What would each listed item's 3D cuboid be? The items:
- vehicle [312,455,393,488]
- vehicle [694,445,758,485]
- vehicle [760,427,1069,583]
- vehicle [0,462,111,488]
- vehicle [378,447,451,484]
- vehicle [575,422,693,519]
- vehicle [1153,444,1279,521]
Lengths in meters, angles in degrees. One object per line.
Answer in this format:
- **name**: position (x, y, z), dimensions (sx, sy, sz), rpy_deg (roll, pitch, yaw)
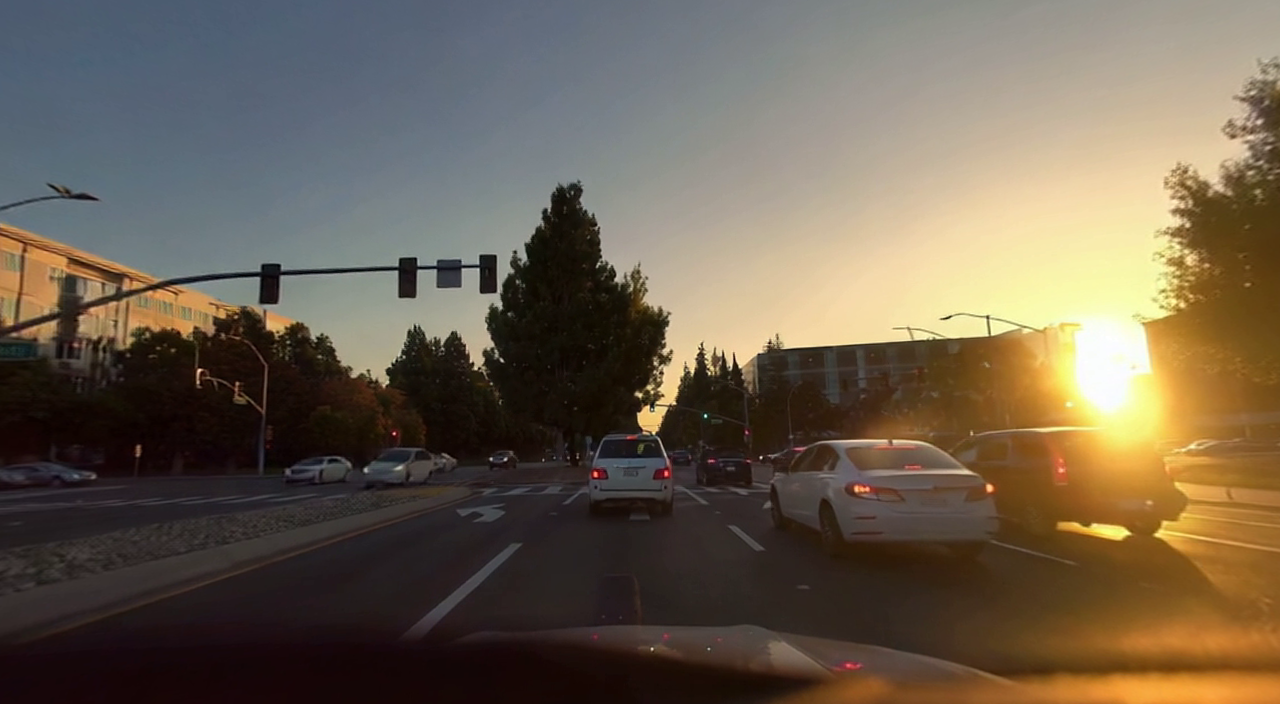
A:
- **vehicle**: position (-14.469, 6.020, 32.100), dimensions (2.107, 1.448, 4.179), rpy_deg (0, -8, 0)
- **vehicle**: position (3.503, 4.697, 26.518), dimensions (2.004, 1.523, 4.263), rpy_deg (0, -8, -1)
- **vehicle**: position (3.254, 1.915, 8.864), dimensions (2.034, 1.558, 4.774), rpy_deg (0, -8, -2)
- **vehicle**: position (-35.110, 7.325, 37.824), dimensions (4.845, 1.442, 1.880), rpy_deg (2, -9, -13)
- **vehicle**: position (-11.154, 5.624, 31.644), dimensions (2.032, 1.671, 4.316), rpy_deg (0, -8, 0)
- **vehicle**: position (-0.126, 2.592, 14.297), dimensions (2.236, 1.827, 4.316), rpy_deg (0, -8, 0)
- **vehicle**: position (14.482, 2.887, 14.193), dimensions (2.125, 1.592, 4.428), rpy_deg (0, -8, -1)
